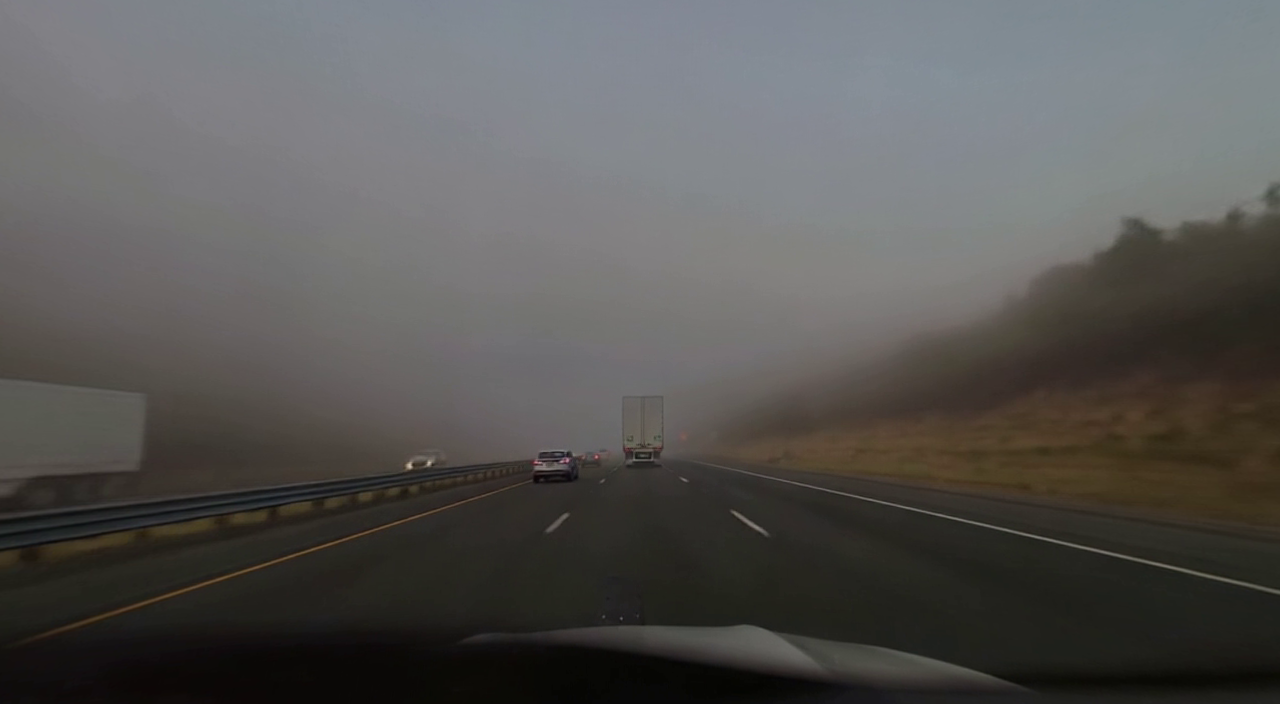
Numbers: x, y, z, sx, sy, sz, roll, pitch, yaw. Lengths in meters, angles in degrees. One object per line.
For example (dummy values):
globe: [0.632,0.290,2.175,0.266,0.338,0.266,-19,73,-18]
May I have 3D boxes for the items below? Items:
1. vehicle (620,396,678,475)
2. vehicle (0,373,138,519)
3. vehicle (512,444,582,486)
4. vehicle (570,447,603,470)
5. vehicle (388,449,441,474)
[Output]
vehicle: [0.414,5.103,37.928,2.919,4.048,11.010,0,-9,0]
vehicle: [-19.550,2.253,15.200,2.924,4.077,14.552,0,-9,0]
vehicle: [-3.593,4.446,25.220,2.053,1.489,4.740,0,-9,0]
vehicle: [-3.737,7.513,44.876,2.051,1.537,4.111,0,-9,-1]
vehicle: [-15.485,7.531,43.592,1.964,1.637,4.391,0,-9,0]
